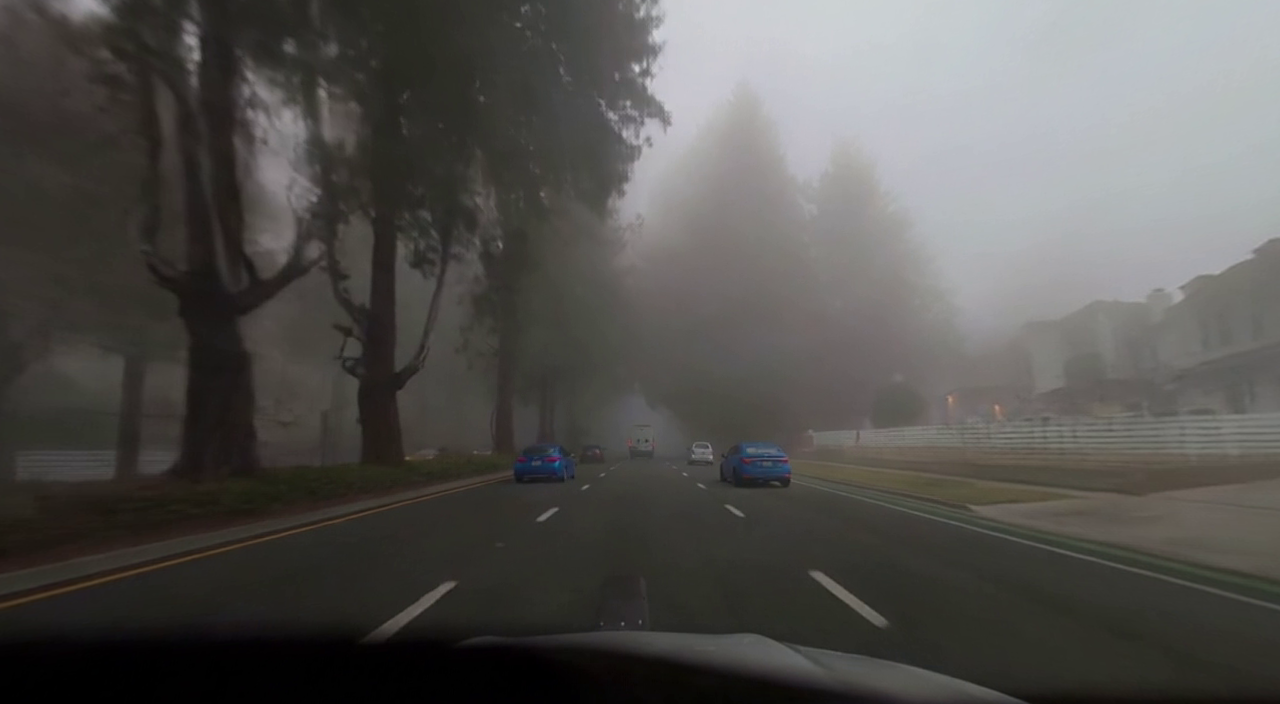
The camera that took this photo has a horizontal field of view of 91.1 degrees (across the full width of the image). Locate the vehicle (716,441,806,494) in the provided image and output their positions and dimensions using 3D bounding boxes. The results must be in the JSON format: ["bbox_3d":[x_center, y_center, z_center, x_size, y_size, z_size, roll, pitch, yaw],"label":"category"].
[{"bbox_3d":[3.615,3.520,19.575,1.945,1.469,4.258,0,-8,0],"label":"vehicle"}]

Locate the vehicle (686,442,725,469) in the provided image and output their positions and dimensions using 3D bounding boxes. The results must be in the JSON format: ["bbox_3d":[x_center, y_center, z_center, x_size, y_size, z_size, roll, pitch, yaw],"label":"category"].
[{"bbox_3d":[4.028,6.404,38.981,1.905,1.520,4.340,1,-8,-1],"label":"vehicle"}]

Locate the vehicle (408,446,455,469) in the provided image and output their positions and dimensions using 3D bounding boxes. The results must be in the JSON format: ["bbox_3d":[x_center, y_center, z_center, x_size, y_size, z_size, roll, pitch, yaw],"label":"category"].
[{"bbox_3d":[-13.979,7.084,42.347,1.822,1.461,3.778,0,-8,0],"label":"vehicle"}]

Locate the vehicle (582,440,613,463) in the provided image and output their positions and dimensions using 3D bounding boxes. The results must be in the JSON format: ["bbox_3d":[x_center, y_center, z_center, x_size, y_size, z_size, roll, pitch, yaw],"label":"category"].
[{"bbox_3d":[-3.251,7.720,48.981,2.021,1.715,4.329,0,-8,1],"label":"vehicle"}]

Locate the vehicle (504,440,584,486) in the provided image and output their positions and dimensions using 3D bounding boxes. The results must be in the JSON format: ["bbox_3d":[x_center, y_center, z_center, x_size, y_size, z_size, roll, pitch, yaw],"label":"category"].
[{"bbox_3d":[-3.311,3.930,22.606,2.036,1.474,4.647,0,-8,2],"label":"vehicle"}]

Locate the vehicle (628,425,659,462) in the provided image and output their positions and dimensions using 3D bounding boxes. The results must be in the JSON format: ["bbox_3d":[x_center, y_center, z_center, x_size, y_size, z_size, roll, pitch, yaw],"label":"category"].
[{"bbox_3d":[0.328,7.210,49.285,2.311,2.726,5.814,0,-8,1],"label":"vehicle"}]
